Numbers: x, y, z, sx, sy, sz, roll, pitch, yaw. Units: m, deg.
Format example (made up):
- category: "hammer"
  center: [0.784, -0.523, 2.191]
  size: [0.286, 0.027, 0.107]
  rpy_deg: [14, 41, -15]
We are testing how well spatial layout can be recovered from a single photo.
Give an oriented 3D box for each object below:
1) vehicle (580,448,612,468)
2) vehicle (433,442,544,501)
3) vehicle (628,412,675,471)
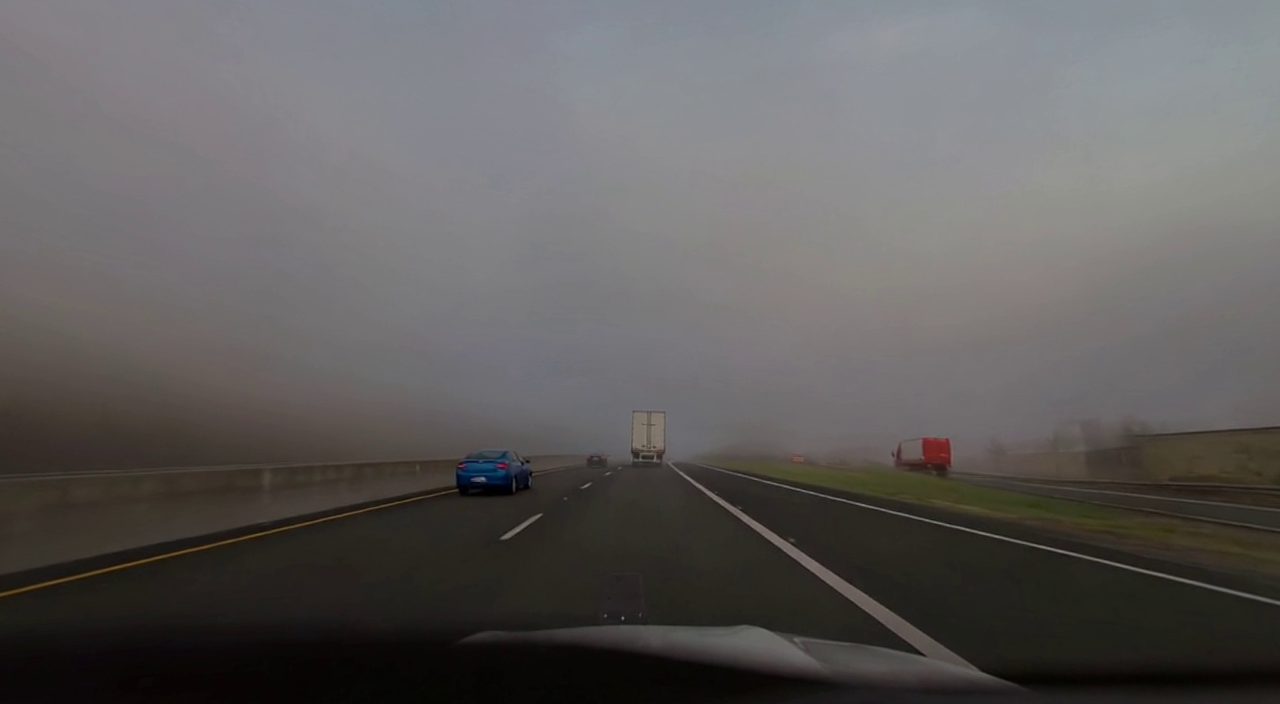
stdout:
- category: "vehicle"
  center: [-3.228, 7.877, 46.923]
  size: [1.981, 1.435, 4.199]
  rpy_deg: [0, -9, 2]
- category: "vehicle"
  center: [-4.186, 3.375, 18.216]
  size: [2.010, 1.461, 4.391]
  rpy_deg: [0, -9, 1]
- category: "vehicle"
  center: [0.761, 6.262, 43.769]
  size: [2.893, 3.628, 9.081]
  rpy_deg: [0, -9, 1]
